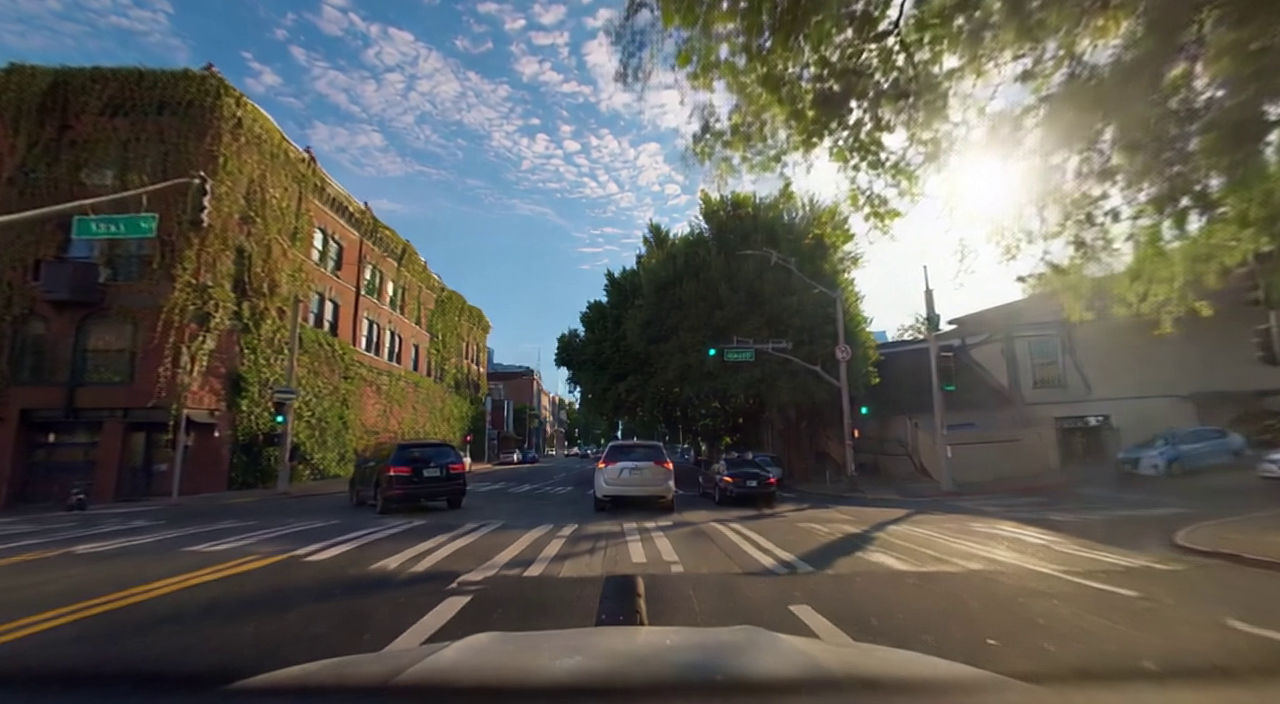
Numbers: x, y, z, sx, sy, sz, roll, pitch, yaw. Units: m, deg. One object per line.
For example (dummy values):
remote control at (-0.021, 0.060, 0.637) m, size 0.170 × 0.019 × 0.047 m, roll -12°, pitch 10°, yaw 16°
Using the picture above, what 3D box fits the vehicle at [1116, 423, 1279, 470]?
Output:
vehicle at (20.936, 3.551, 23.819) m, size 4.355 × 1.663 × 1.948 m, roll 0°, pitch -9°, yaw 0°

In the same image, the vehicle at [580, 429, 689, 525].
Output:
vehicle at (-0.164, 2.761, 14.552) m, size 2.105 × 1.842 × 4.537 m, roll 0°, pitch -8°, yaw -2°

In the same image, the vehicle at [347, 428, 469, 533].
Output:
vehicle at (-5.043, 2.585, 13.369) m, size 1.855 × 1.812 × 4.244 m, roll 4°, pitch -9°, yaw -26°

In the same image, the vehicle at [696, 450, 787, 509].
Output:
vehicle at (2.798, 3.615, 18.355) m, size 1.852 × 1.462 × 4.155 m, roll 0°, pitch -8°, yaw -1°
